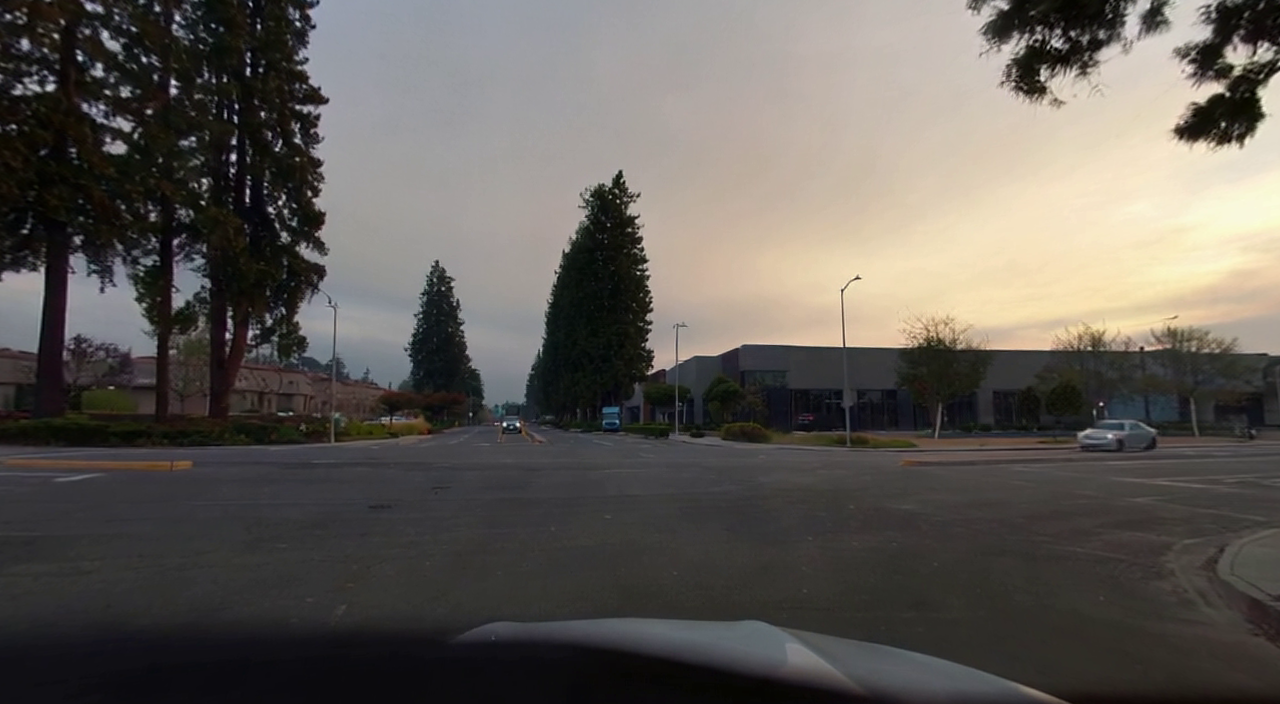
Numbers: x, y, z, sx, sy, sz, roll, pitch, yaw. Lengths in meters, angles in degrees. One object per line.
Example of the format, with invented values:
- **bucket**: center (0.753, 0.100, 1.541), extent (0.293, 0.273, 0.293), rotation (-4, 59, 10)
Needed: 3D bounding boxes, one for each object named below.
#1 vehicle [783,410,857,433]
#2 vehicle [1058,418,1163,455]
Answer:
- **vehicle**: center (12.514, 4.826, 43.598), extent (4.674, 1.483, 1.745), rotation (2, -9, -16)
- **vehicle**: center (24.809, 4.479, 33.068), extent (5.333, 1.837, 2.124), rotation (4, -10, -27)
